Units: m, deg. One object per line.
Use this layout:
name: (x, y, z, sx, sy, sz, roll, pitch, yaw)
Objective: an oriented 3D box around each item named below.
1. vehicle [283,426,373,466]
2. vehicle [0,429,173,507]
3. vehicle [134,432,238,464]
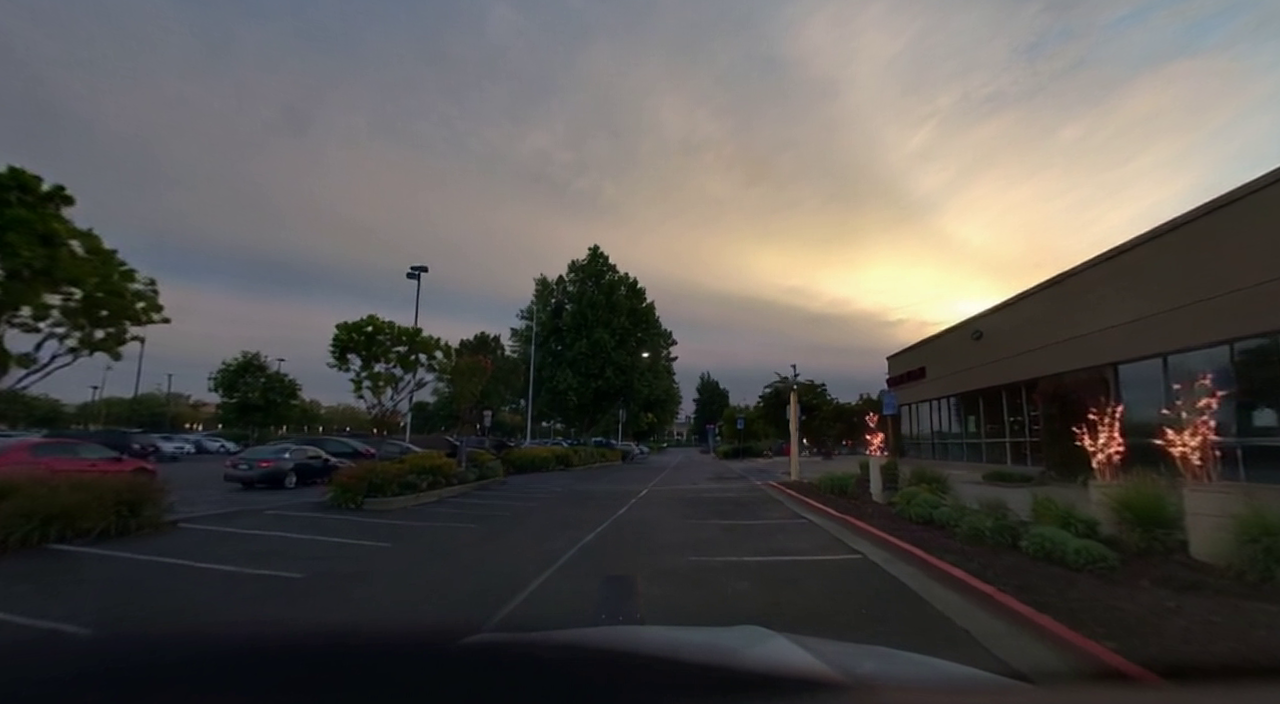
vehicle: (-16.057, 4.890, 32.840, 1.972, 1.923, 4.535, -1, -8, 6)
vehicle: (-12.692, 2.406, 13.428, 1.847, 1.443, 4.484, -1, -8, 5)
vehicle: (-23.897, 5.073, 33.509, 1.876, 1.591, 4.470, -1, -8, 6)
